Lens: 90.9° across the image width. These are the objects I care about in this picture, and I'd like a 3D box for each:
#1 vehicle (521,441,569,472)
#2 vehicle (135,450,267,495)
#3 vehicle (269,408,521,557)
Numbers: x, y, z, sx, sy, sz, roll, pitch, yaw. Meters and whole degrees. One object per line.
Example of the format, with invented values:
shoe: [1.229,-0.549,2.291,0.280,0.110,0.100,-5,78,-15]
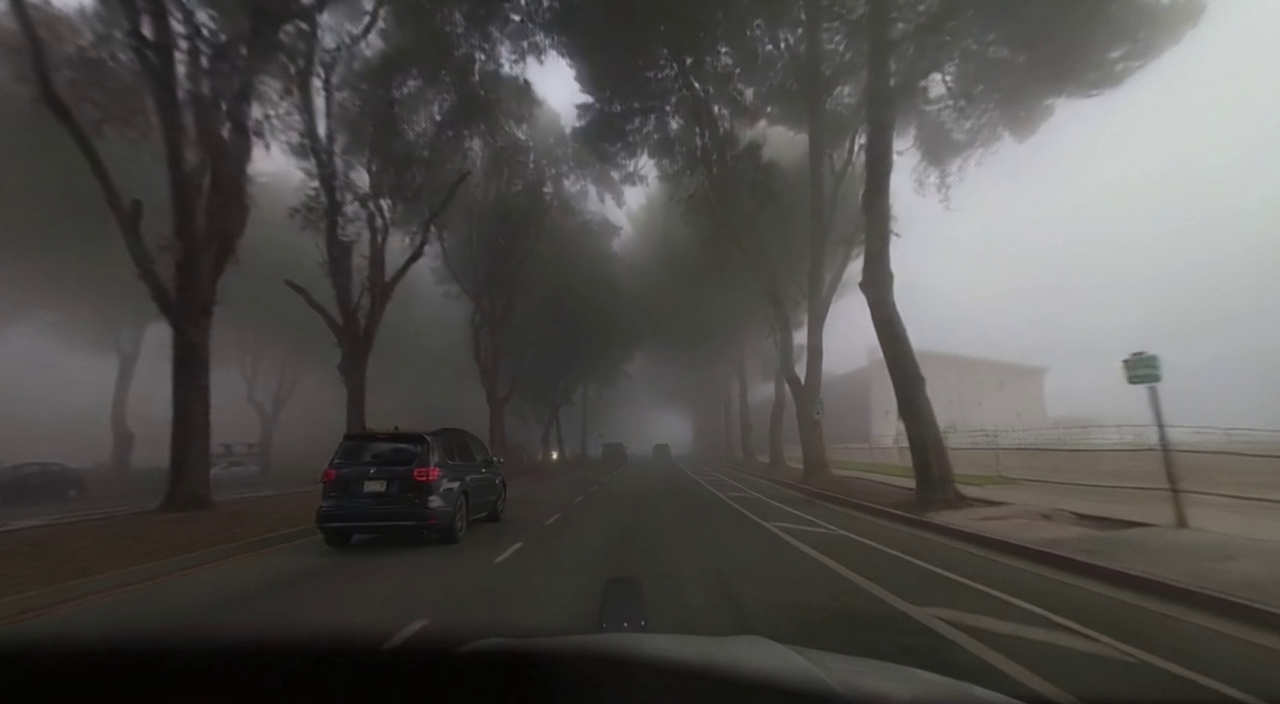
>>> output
vehicle: [-5.572,6.208,37.554,1.985,1.708,4.310,-1,-8,3]
vehicle: [-21.947,6.003,31.961,2.259,1.943,5.934,-1,-8,3]
vehicle: [-3.357,1.883,9.786,2.123,1.761,4.322,0,-8,1]
